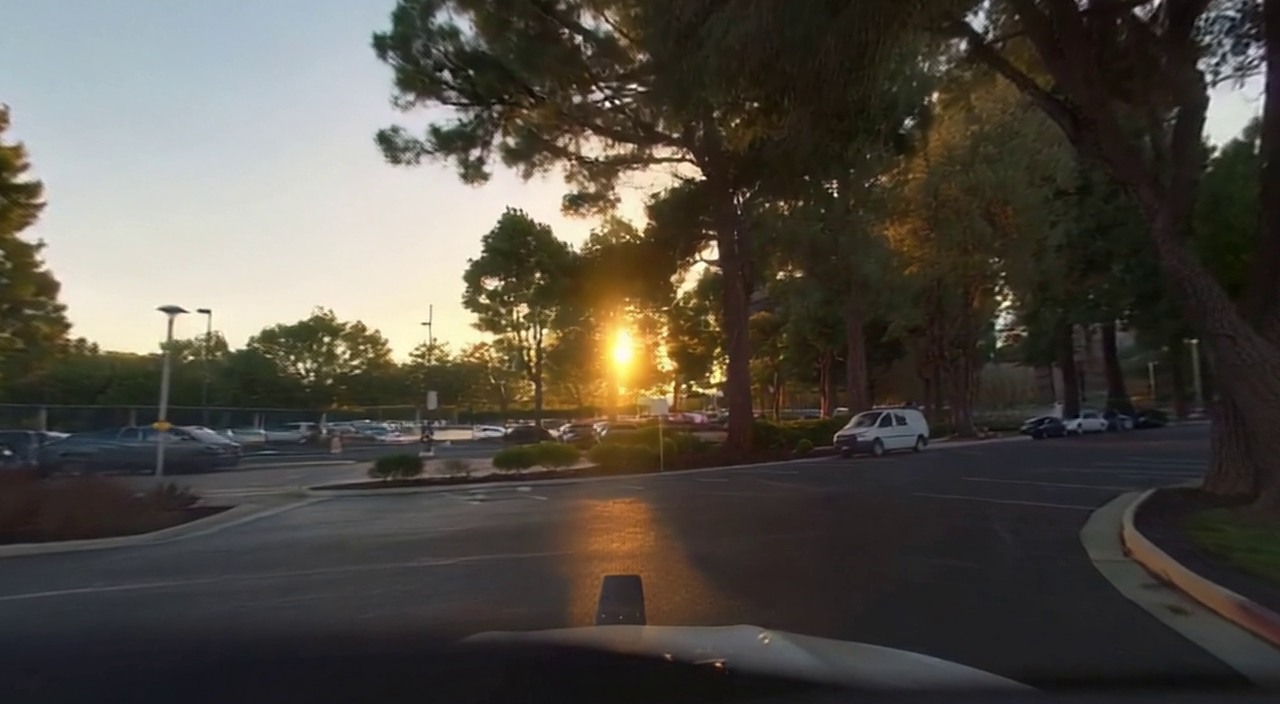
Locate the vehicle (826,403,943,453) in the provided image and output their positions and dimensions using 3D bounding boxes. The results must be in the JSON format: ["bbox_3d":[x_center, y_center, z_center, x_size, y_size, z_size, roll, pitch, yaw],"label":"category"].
[{"bbox_3d":[11.739,3.687,30.207,5.547,2.193,2.433,6,-10,-34],"label":"vehicle"}]

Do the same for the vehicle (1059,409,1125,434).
[{"bbox_3d":[30.526,4.736,42.640,4.383,1.525,2.038,5,-9,-33],"label":"vehicle"}]

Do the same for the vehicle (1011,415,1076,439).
[{"bbox_3d":[25.187,4.655,39.407,3.630,1.191,1.938,4,-15,-34],"label":"vehicle"}]

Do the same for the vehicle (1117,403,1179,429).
[{"bbox_3d":[39.087,4.923,48.595,4.912,1.741,2.360,7,-8,-35],"label":"vehicle"}]
